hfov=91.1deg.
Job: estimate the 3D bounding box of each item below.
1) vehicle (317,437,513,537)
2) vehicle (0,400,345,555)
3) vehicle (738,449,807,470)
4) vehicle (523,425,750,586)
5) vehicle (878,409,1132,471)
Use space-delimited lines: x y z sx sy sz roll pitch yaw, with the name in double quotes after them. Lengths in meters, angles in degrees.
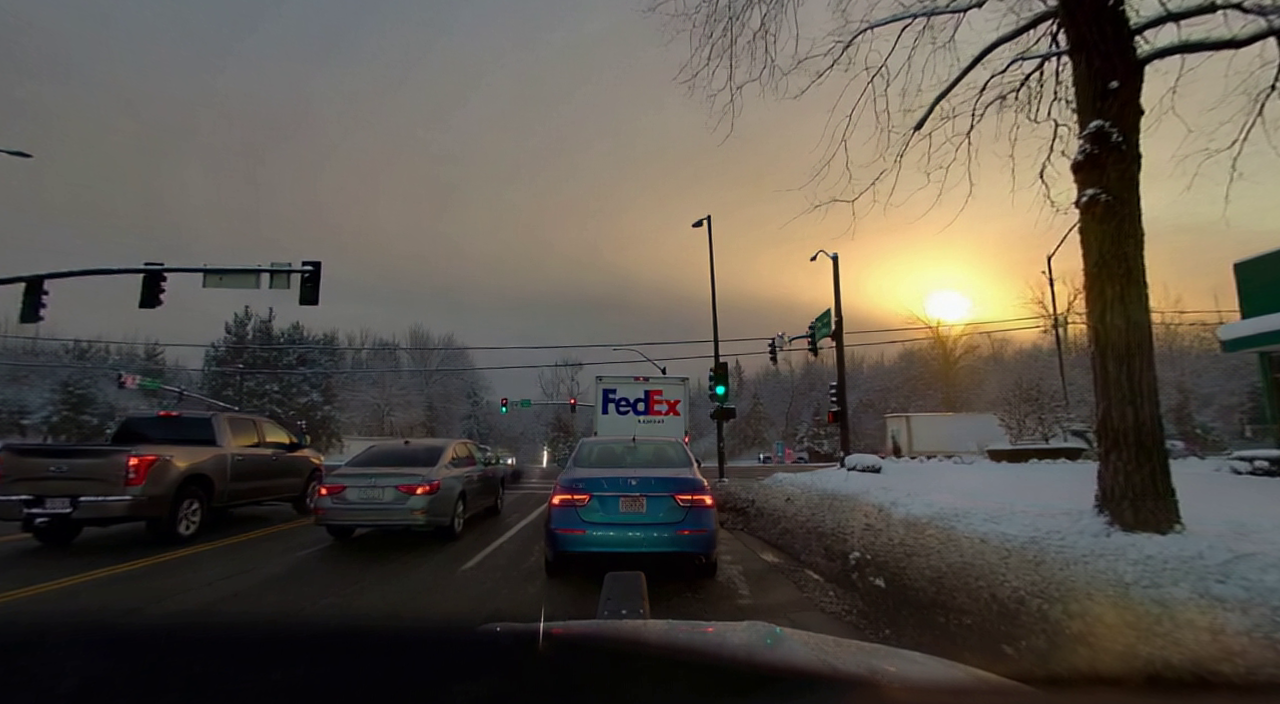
-3.867 2.387 11.768 1.949 1.487 4.390 0 -9 1 "vehicle"
-7.285 1.957 10.531 2.125 1.893 5.498 0 -9 -2 "vehicle"
10.216 8.277 48.471 4.805 1.498 1.889 0 -7 -5 "vehicle"
-0.028 1.782 8.152 2.145 1.513 4.269 0 -9 0 "vehicle"
21.144 5.205 36.948 12.889 3.380 3.345 0 -9 -2 "vehicle"
